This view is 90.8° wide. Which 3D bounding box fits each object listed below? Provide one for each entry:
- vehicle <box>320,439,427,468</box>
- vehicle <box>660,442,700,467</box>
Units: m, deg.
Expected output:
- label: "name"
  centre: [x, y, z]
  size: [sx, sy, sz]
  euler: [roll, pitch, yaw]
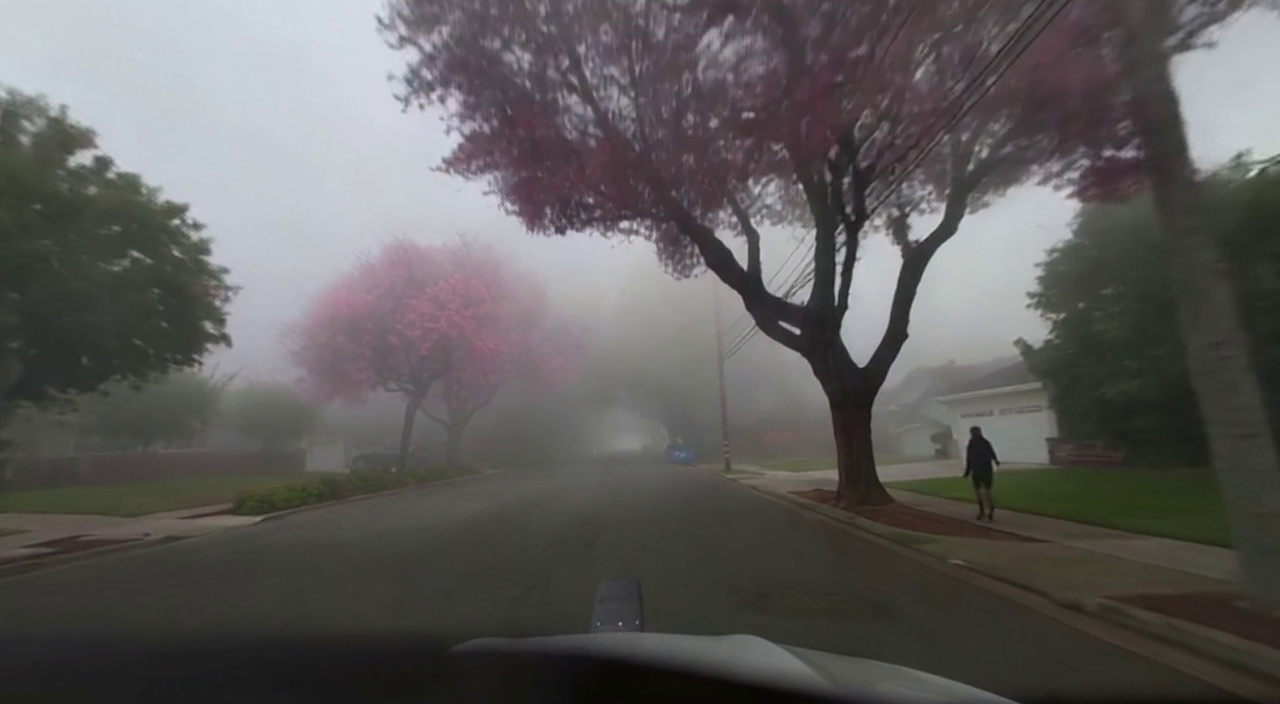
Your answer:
- label: "vehicle"
  centre: [-17.114, 6.566, 40.810]
  size: [5.902, 1.796, 2.183]
  euler: [0, -8, -2]
- label: "vehicle"
  centre: [2.377, 6.250, 38.758]
  size: [2.022, 1.455, 4.406]
  euler: [0, -8, -2]
